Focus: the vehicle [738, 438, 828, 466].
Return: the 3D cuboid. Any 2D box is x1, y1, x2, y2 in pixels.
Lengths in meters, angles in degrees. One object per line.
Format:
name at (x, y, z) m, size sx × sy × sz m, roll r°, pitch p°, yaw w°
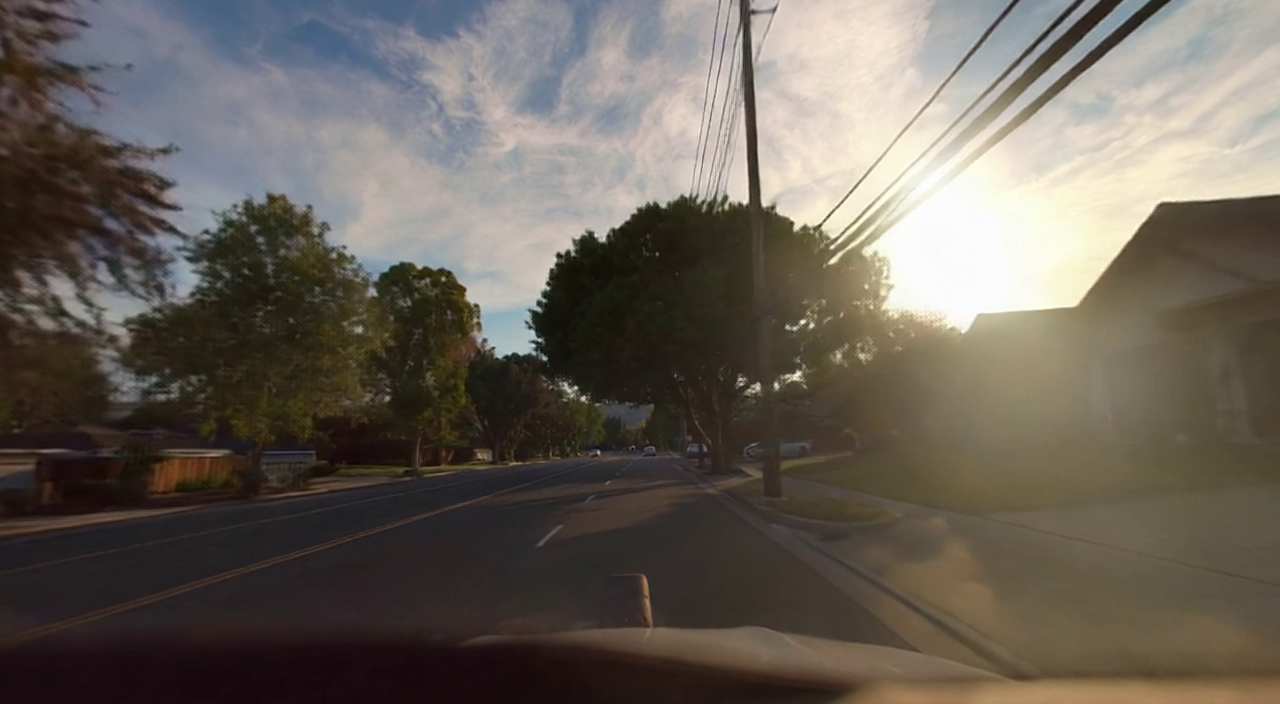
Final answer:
vehicle at (8.141, 5.740, 36.237) m, size 4.719 × 1.556 × 1.869 m, roll 0°, pitch -9°, yaw 1°
